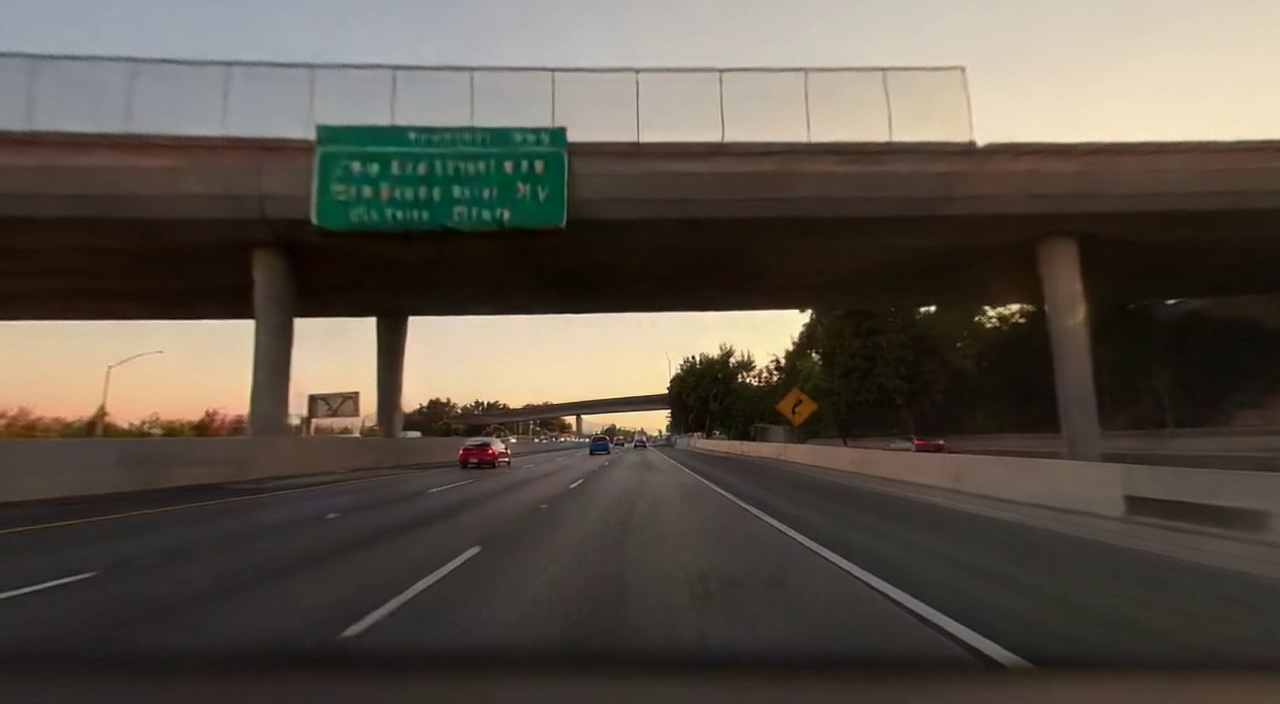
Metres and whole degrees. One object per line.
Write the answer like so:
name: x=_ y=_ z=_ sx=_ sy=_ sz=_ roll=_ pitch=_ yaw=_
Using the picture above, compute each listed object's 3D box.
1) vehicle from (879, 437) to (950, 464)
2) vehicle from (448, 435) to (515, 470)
vehicle: x=17.279 y=6.202 z=39.974 sx=2.000 sy=1.515 sz=4.188 roll=0 pitch=-7 yaw=-11
vehicle: x=-7.401 y=4.727 z=29.808 sx=1.987 sy=1.486 sz=4.174 roll=0 pitch=-8 yaw=1
